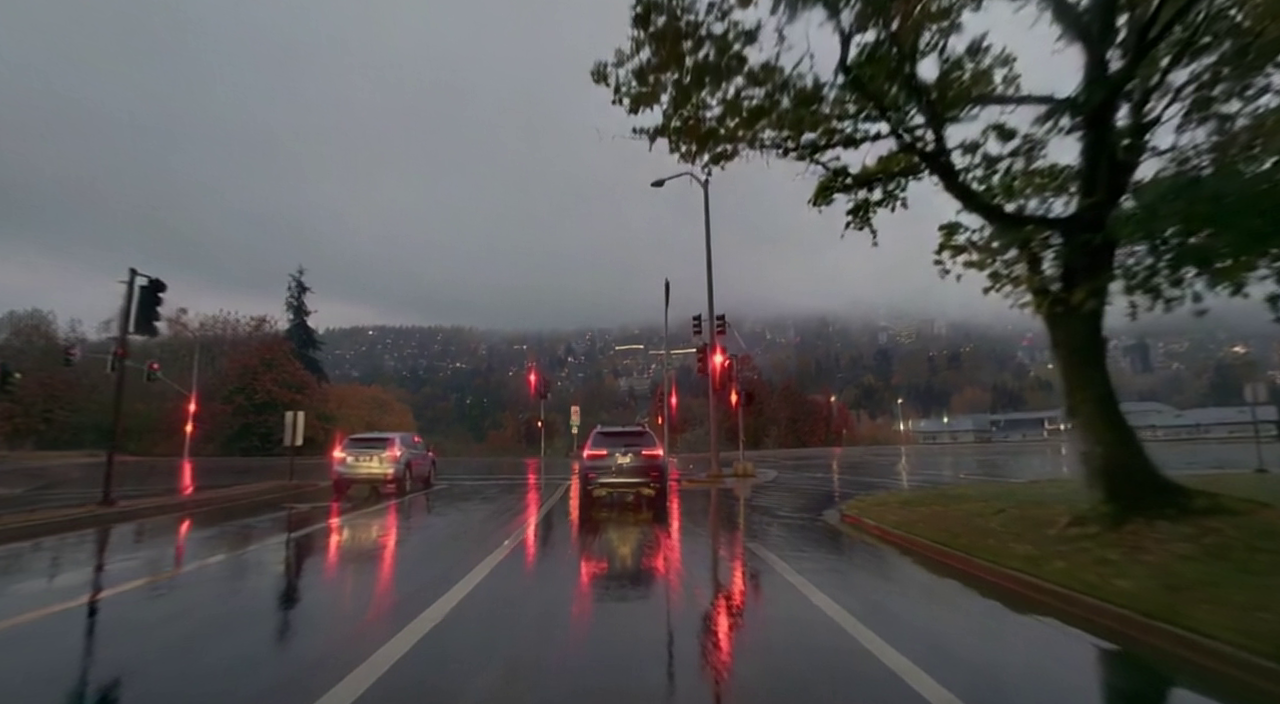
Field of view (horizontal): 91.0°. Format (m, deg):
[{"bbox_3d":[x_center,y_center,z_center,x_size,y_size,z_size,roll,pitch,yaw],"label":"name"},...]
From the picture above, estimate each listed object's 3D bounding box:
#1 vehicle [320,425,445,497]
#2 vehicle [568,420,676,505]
[{"bbox_3d":[-6.811,2.916,17.179,2.020,1.695,4.187,1,-8,-6],"label":"vehicle"},{"bbox_3d":[-0.527,2.521,14.742,2.154,1.670,4.140,1,-8,-5],"label":"vehicle"}]
